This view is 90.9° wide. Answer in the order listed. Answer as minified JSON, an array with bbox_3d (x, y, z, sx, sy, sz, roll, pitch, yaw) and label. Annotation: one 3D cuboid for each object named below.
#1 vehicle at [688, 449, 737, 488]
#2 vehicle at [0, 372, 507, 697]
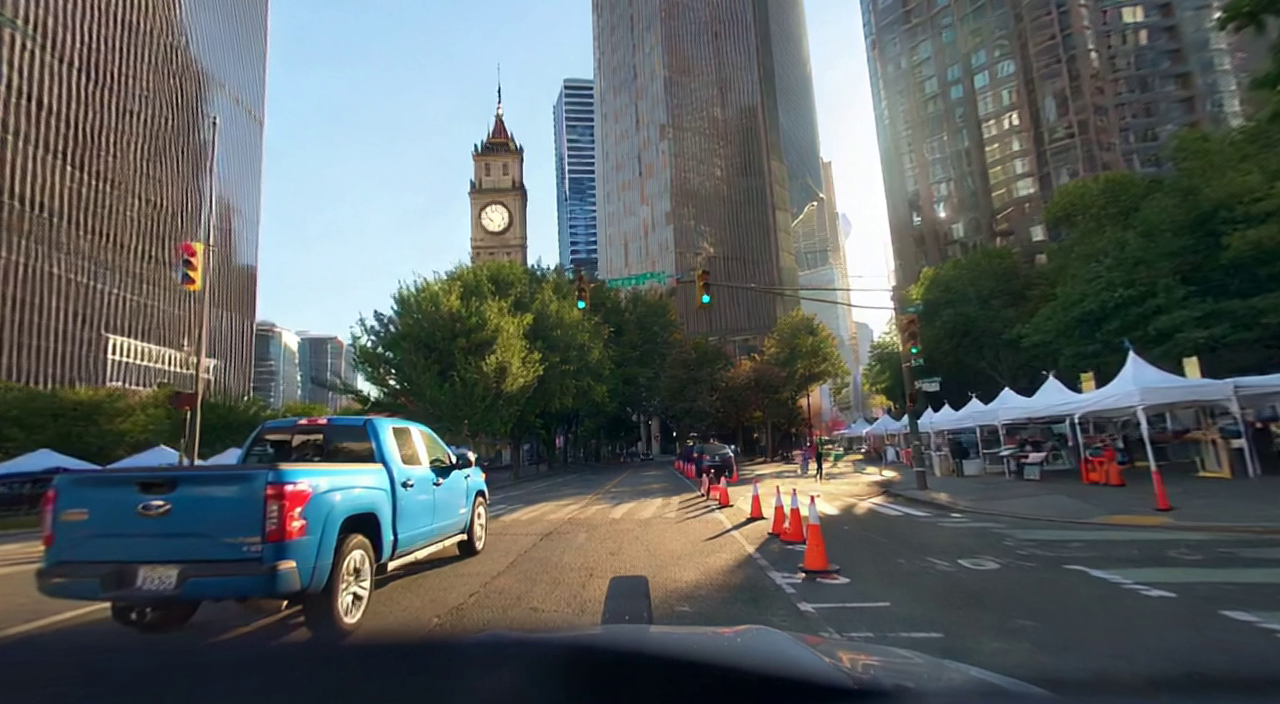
[{"bbox_3d":[3.322,5.283,28.884,2.023,1.607,4.225,-2,-9,7],"label":"vehicle"},{"bbox_3d":[-3.311,1.538,6.741,2.452,1.954,5.653,-1,-9,1],"label":"vehicle"}]
